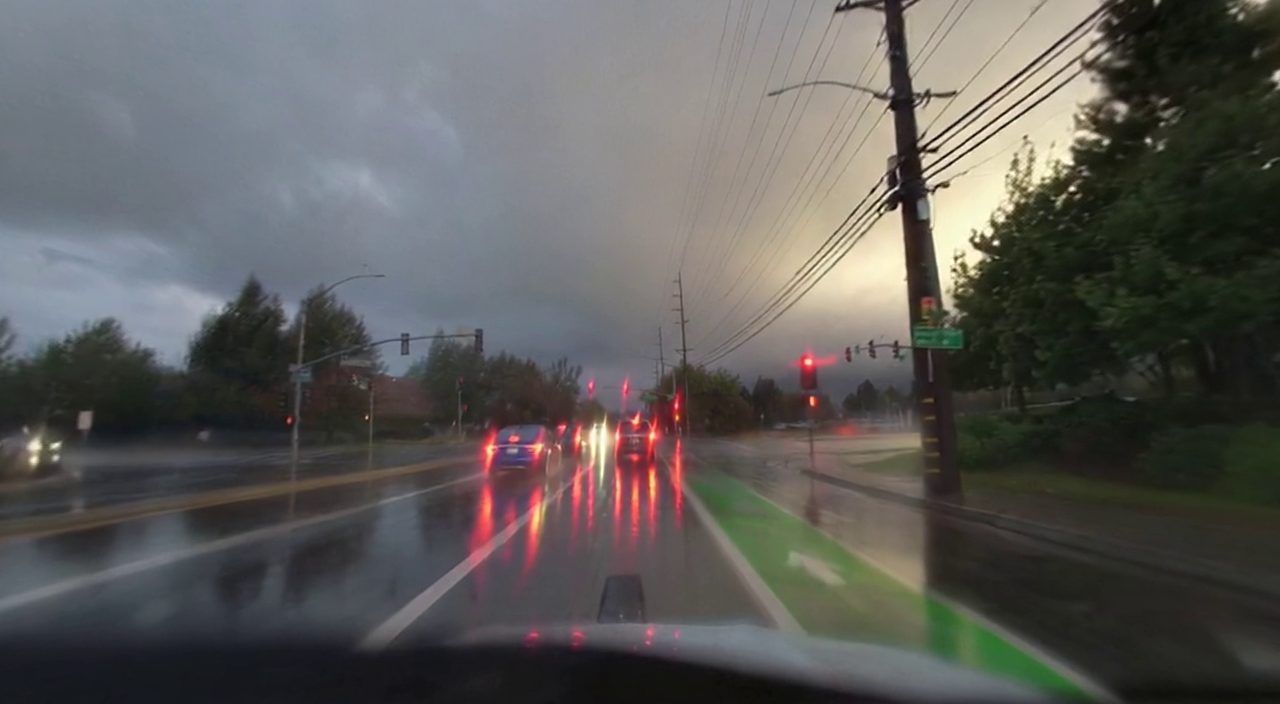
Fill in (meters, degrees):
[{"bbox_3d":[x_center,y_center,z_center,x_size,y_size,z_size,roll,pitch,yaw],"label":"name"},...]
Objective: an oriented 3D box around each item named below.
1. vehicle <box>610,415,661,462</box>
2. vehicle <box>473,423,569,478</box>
[{"bbox_3d":[-0.237,3.887,28.279,2.036,1.885,5.196,1,-8,-1],"label":"vehicle"},{"bbox_3d":[-3.623,3.041,20.316,2.138,1.488,5.327,1,-6,-1],"label":"vehicle"}]
